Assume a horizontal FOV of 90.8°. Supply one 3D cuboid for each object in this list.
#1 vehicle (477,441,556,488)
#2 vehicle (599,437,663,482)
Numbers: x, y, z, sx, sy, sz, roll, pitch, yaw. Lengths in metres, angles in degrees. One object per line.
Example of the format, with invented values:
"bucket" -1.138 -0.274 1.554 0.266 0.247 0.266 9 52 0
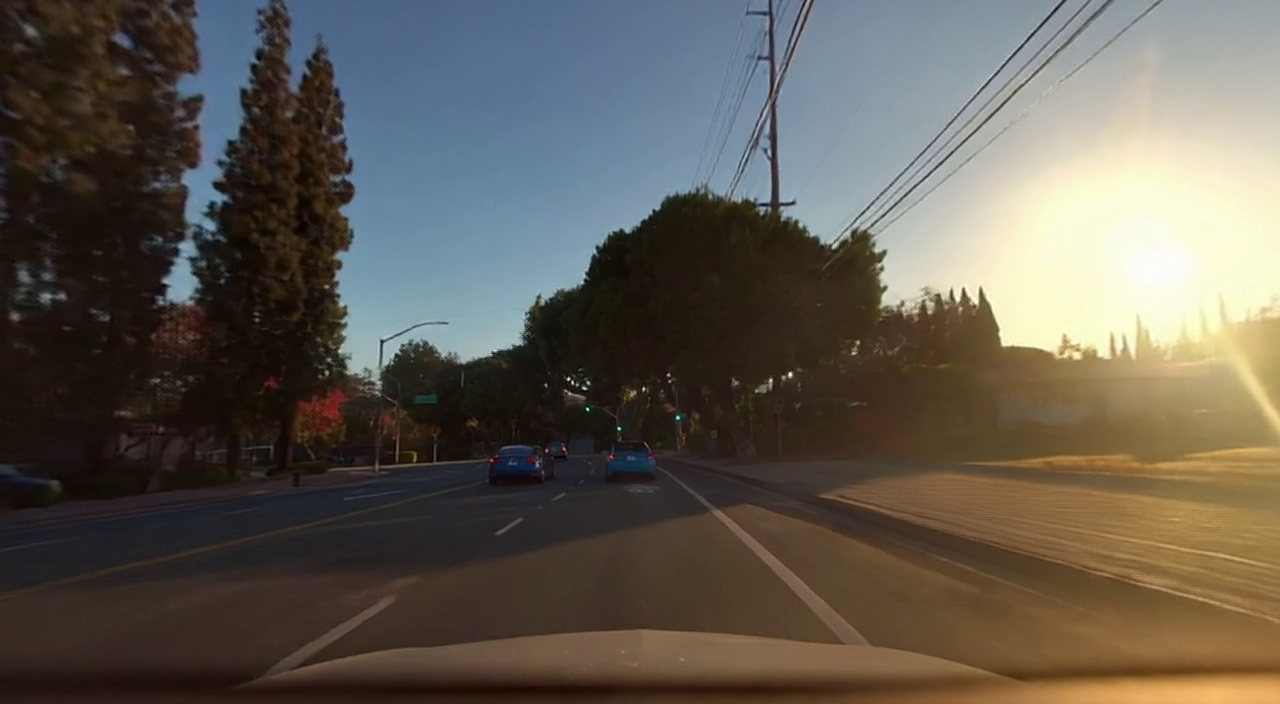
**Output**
"vehicle" -4.116 3.814 21.746 1.913 1.425 4.235 0 -9 0
"vehicle" -0.405 3.971 23.556 2.168 1.504 4.284 1 -9 -2
